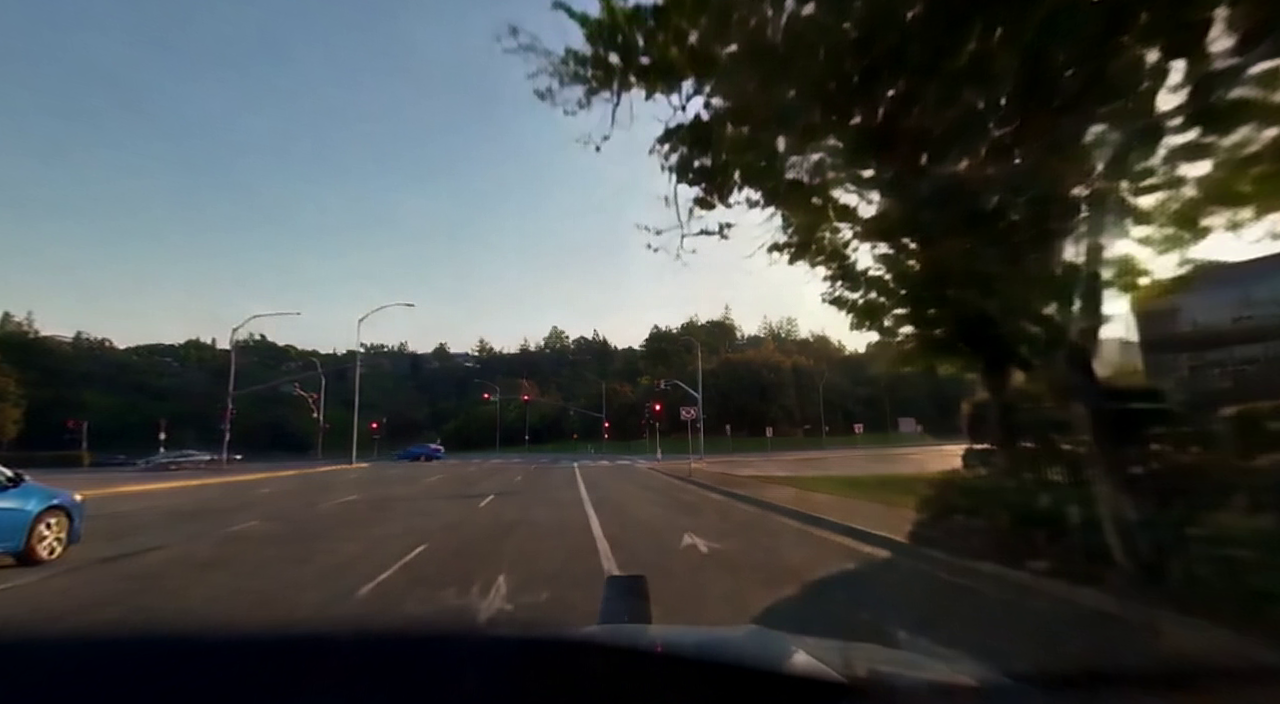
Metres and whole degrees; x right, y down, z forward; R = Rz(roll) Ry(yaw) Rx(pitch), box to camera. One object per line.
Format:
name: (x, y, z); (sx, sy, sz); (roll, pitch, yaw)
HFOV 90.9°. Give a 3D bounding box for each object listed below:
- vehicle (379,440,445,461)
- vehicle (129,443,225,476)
vehicle: (-17.548, 7.553, 48.671); (1.837, 1.530, 4.570); (-6, -10, 32)
vehicle: (-22.466, 5.196, 30.790); (1.877, 1.492, 4.205); (1, -8, -7)
